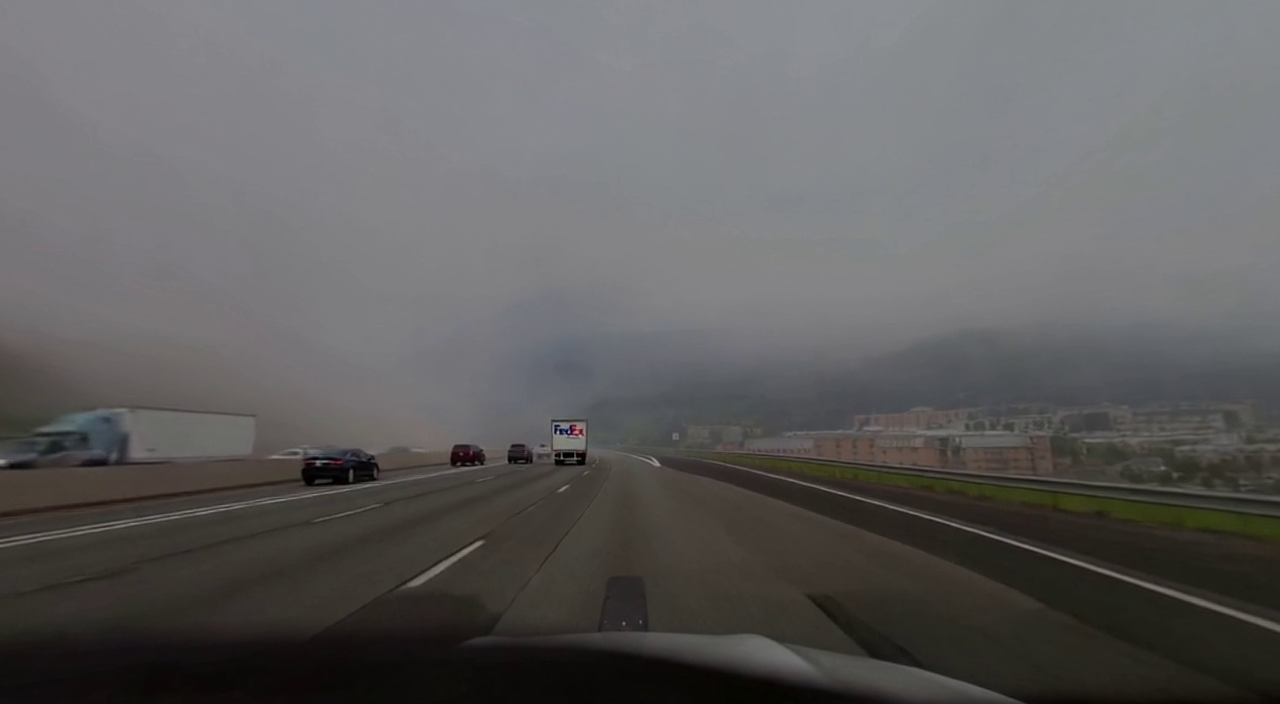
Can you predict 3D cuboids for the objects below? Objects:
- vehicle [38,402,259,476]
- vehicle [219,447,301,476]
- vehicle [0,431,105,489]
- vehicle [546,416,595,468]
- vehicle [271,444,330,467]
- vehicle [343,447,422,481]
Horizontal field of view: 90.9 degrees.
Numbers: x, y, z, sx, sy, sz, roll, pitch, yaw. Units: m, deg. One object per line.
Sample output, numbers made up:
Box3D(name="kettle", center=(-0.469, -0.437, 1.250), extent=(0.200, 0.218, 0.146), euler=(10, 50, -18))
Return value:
Box3D(name="vehicle", center=(-29.620, 5.475, 39.612), extent=(3.034, 3.793, 14.014), euler=(0, -8, -2))
Box3D(name="vehicle", center=(-21.167, 6.067, 35.337), extent=(1.886, 1.464, 4.370), euler=(0, -8, -1))
Box3D(name="vehicle", center=(-25.111, 4.197, 24.903), extent=(2.564, 2.117, 6.007), euler=(2, -8, 1))
Box3D(name="vehicle", center=(-4.828, 6.390, 45.115), extent=(2.798, 3.212, 7.573), euler=(3, -8, -2))
Box3D(name="vehicle", center=(-25.580, 7.801, 47.744), extent=(1.904, 1.575, 4.743), euler=(0, -8, -2))
Box3D(name="vehicle", center=(-11.841, 5.150, 29.340), extent=(1.879, 1.431, 4.425), euler=(0, -8, -1))
